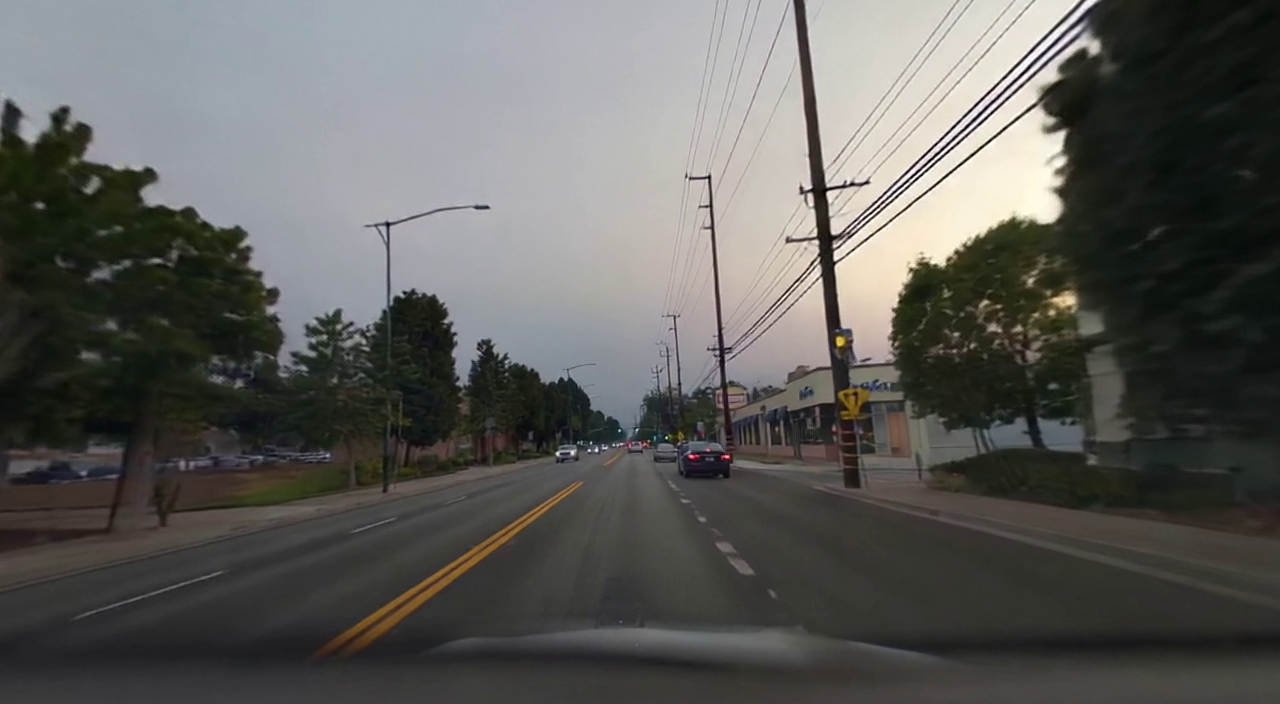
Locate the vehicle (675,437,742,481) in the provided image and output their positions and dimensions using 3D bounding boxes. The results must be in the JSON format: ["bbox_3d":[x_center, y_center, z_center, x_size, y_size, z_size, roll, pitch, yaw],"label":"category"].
[{"bbox_3d":[2.444,3.929,23.427,1.975,1.497,3.647,0,-8,-1],"label":"vehicle"}]
